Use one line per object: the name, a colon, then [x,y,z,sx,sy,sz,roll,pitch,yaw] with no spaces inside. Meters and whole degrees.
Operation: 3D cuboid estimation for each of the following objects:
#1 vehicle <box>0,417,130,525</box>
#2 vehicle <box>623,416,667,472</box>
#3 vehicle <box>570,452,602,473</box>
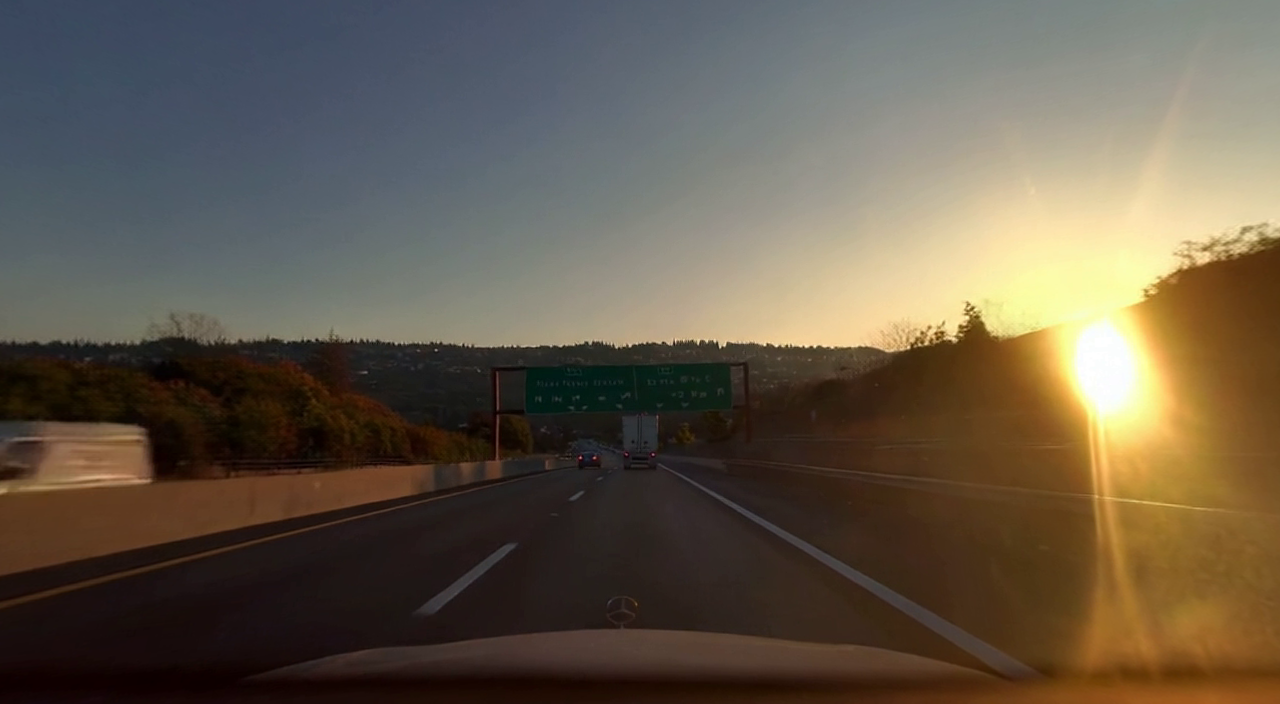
vehicle: [-16.283,2.851,15.163,2.236,2.527,6.874,0,-9,0]
vehicle: [0.193,7.069,48.419,2.864,3.805,9.500,0,-9,-3]
vehicle: [-4.099,8.434,48.348,2.053,1.523,4.450,0,-9,0]
